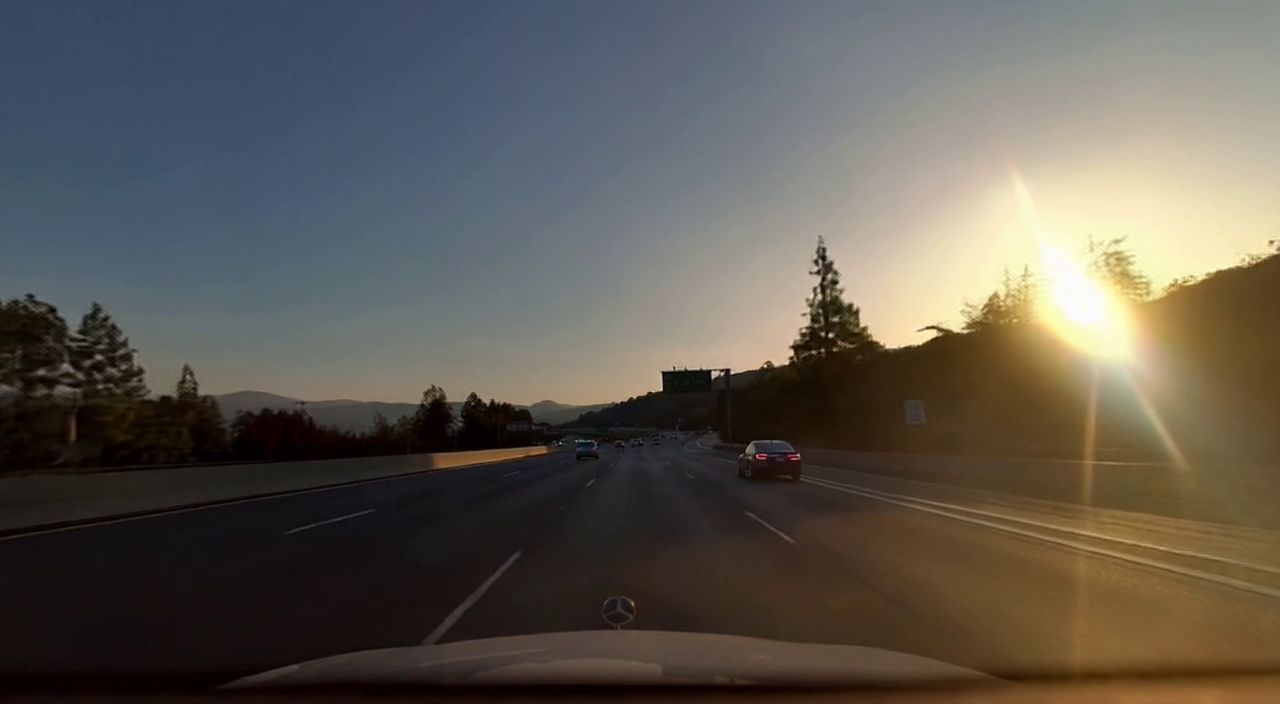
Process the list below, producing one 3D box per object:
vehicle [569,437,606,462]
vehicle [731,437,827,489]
[{"bbox_3d":[-3.492,6.583,42.735,2.048,1.618,4.424,0,-8,0],"label":"vehicle"},{"bbox_3d":[4.373,3.563,20.661,2.060,1.485,4.274,0,-9,-1],"label":"vehicle"}]
